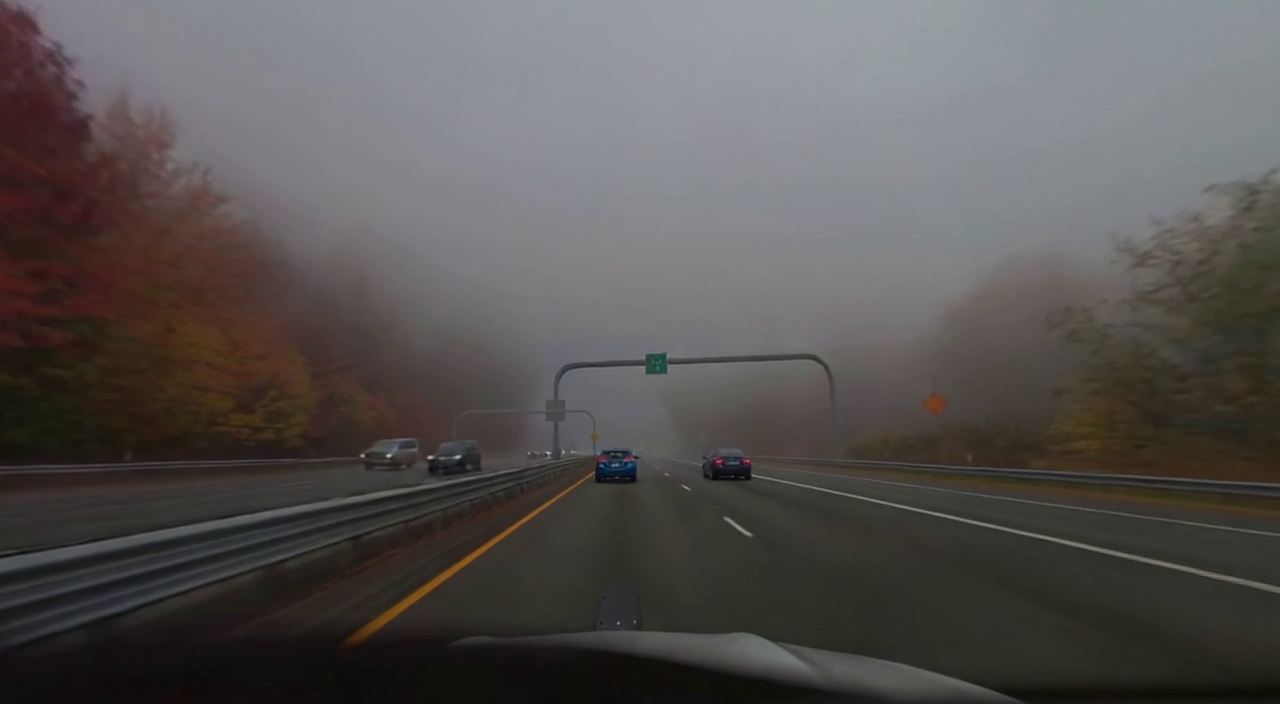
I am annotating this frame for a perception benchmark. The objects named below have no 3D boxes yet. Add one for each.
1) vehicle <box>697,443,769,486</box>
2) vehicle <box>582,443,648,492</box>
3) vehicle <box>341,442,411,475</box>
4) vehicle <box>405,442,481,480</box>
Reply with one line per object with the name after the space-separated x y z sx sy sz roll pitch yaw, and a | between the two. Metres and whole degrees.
3.696 4.568 25.771 2.300 1.595 4.144 -1 -9 0 | vehicle
-0.835 4.075 22.468 2.128 1.516 4.410 -1 -9 -1 | vehicle
-13.587 5.485 32.519 1.890 1.547 4.184 -1 -9 -1 | vehicle
-8.593 4.786 27.792 1.985 1.555 4.510 0 -9 -1 | vehicle
